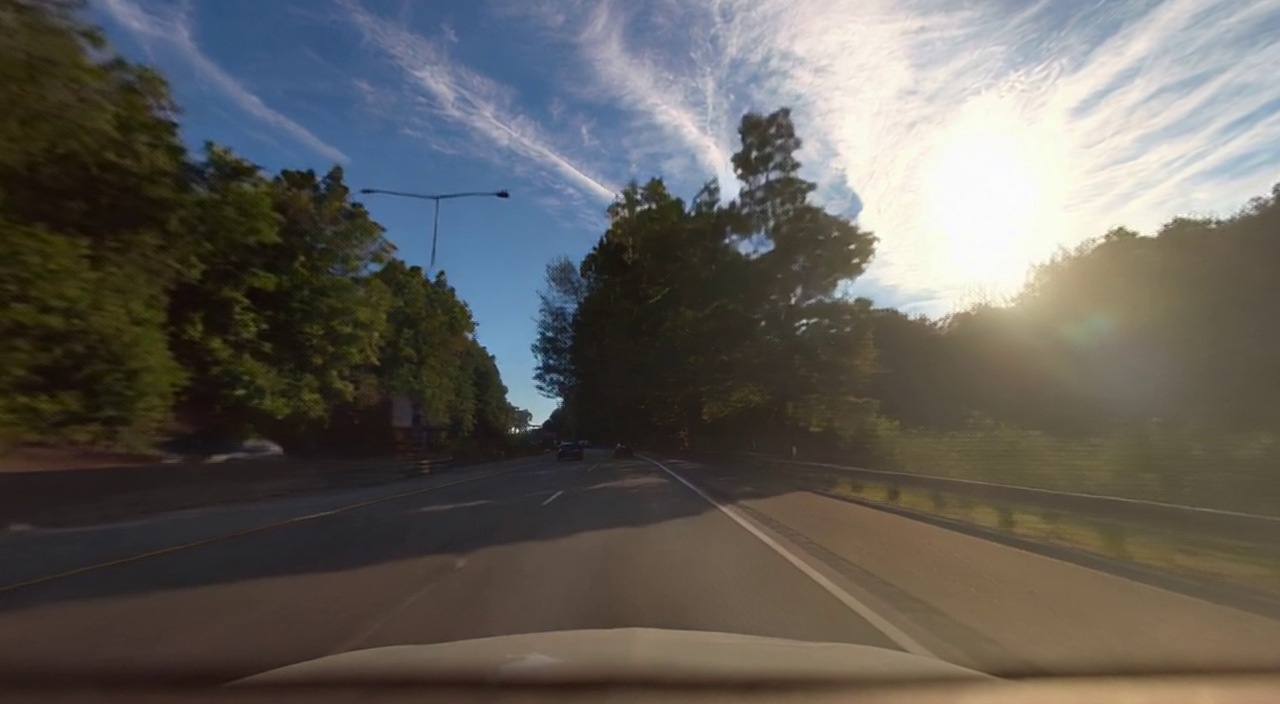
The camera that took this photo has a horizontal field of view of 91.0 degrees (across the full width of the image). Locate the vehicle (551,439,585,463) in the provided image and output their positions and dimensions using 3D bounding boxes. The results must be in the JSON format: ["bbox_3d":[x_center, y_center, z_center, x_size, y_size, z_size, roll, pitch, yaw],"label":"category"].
[{"bbox_3d":[-5.241,7.206,46.150,2.111,1.645,4.382,0,-8,-2],"label":"vehicle"}]

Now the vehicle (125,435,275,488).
[{"bbox_3d":[-15.051,3.734,21.943,1.946,1.609,4.727,0,-8,-2],"label":"vehicle"}]
